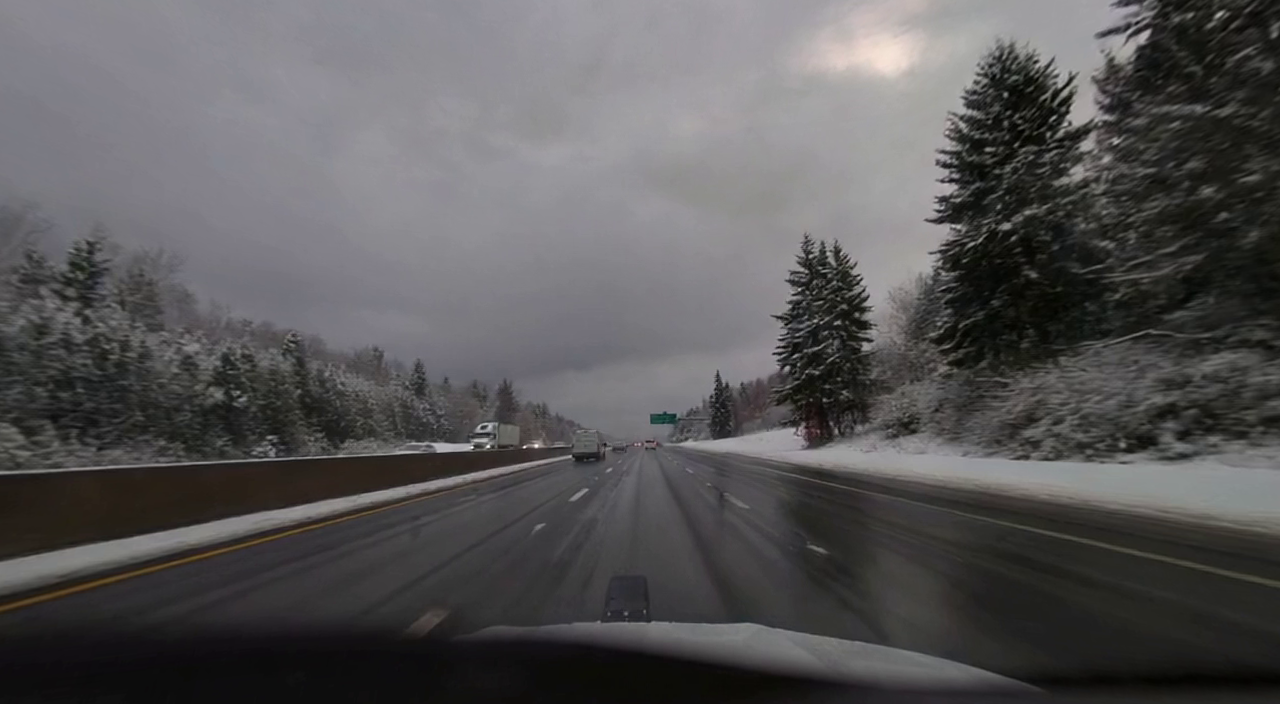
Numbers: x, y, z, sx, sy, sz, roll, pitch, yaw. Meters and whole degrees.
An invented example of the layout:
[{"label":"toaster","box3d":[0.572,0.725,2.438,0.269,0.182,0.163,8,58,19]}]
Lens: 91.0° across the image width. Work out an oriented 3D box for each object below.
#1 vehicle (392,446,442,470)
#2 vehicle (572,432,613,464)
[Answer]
[{"label":"vehicle","box3d":[-14.743,6.995,41.793,1.769,1.466,3.996,0,-8,2]},{"label":"vehicle","box3d":[-3.107,6.403,42.105,2.286,2.011,4.452,0,-8,1]}]
